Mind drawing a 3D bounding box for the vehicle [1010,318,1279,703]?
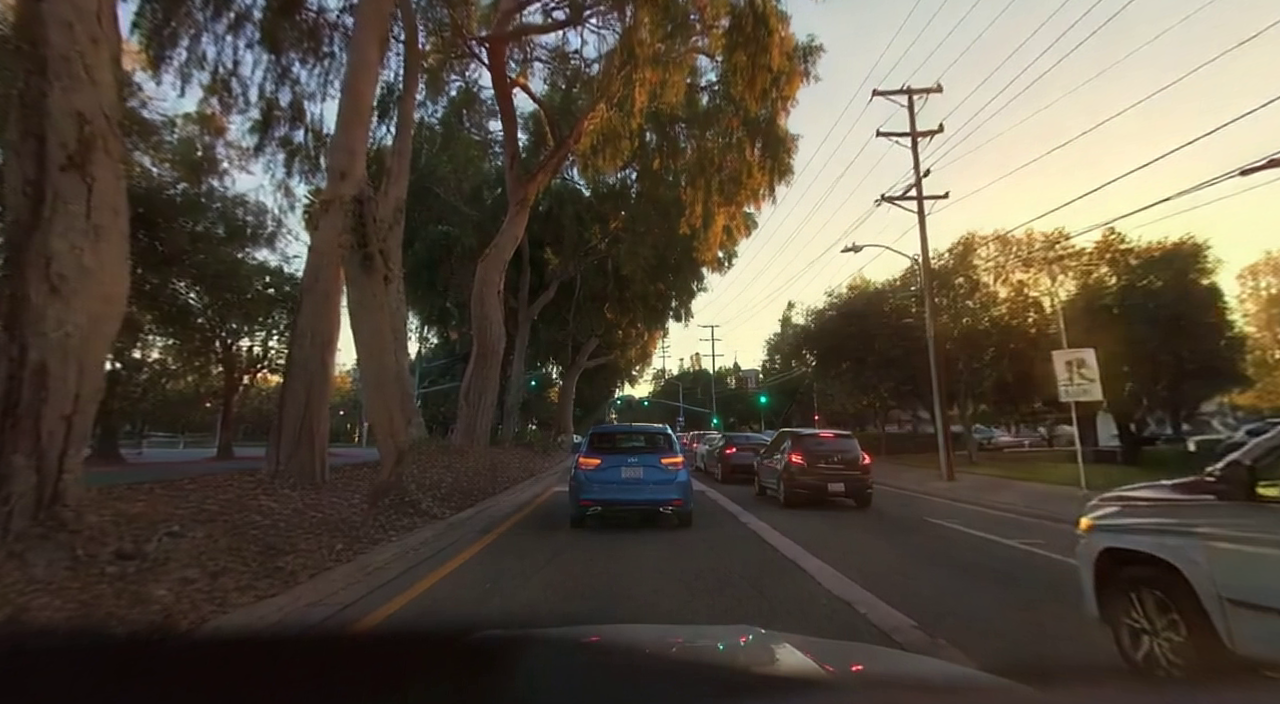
[{"bbox_3d":[3.819,0.681,1.962,2.254,1.840,4.918,0,-8,-1],"label":"vehicle"}]

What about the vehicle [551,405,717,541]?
[{"bbox_3d":[-0.117,1.873,10.363,2.163,1.746,4.073,0,-8,-1],"label":"vehicle"}]

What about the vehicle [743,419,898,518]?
[{"bbox_3d":[3.373,2.249,12.622,1.923,1.653,3.703,0,-8,-1],"label":"vehicle"}]
